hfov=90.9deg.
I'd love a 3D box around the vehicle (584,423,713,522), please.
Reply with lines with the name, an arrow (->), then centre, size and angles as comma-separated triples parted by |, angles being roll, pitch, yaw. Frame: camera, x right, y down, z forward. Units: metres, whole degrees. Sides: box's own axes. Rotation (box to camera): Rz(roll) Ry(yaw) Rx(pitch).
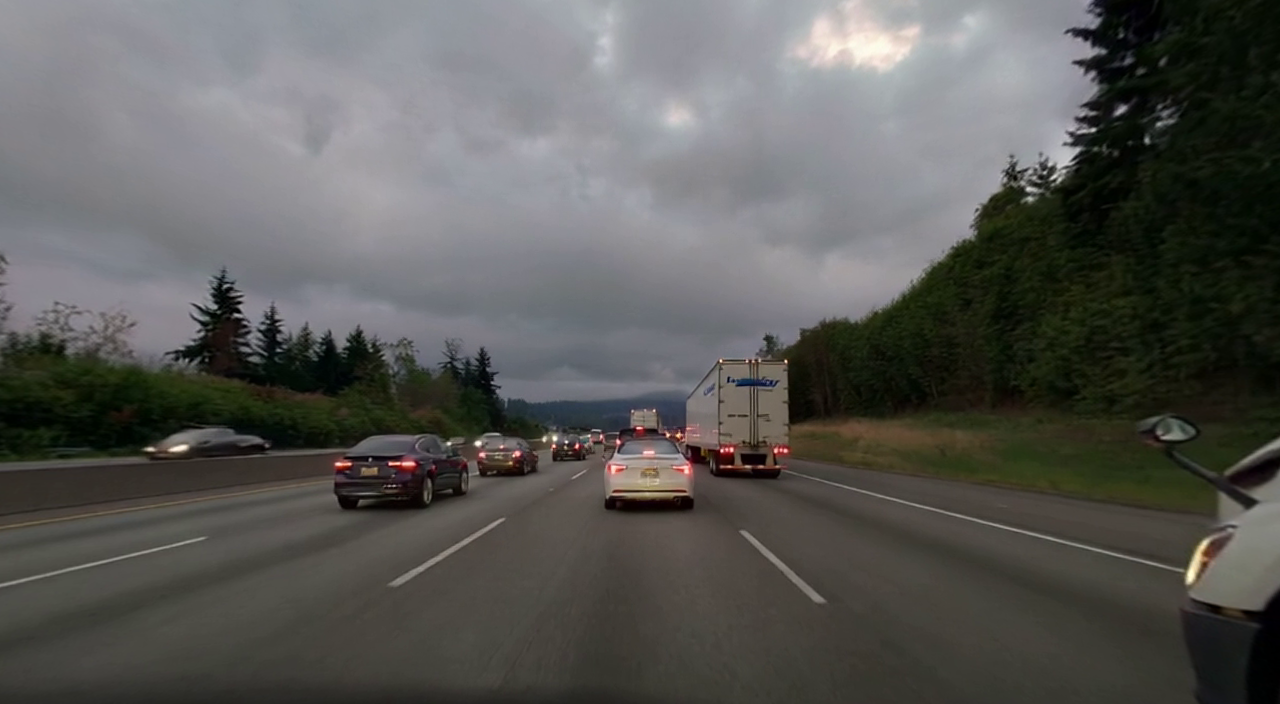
vehicle -> 0.131, 2.097, 11.529 | 1.973, 1.505, 3.568 | 0, -8, 0

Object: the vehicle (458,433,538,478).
vehicle -> -5.004, 3.671, 22.813 | 1.880, 1.458, 3.978 | 0, -8, 1

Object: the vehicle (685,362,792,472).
vehicle -> 4.200, 3.355, 30.760 | 2.892, 4.101, 14.252 | 0, -8, 0

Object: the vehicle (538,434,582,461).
vehicle -> -4.596, 5.534, 36.747 | 1.887, 1.493, 4.411 | 0, -8, 1

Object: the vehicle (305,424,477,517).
vehicle -> -4.618, 2.218, 12.343 | 1.821, 1.514, 3.677 | 0, -8, 0

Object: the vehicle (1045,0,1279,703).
vehicle -> 3.867, -0.291, 0.435 | 2.982, 3.860, 6.011 | 0, -8, 0
